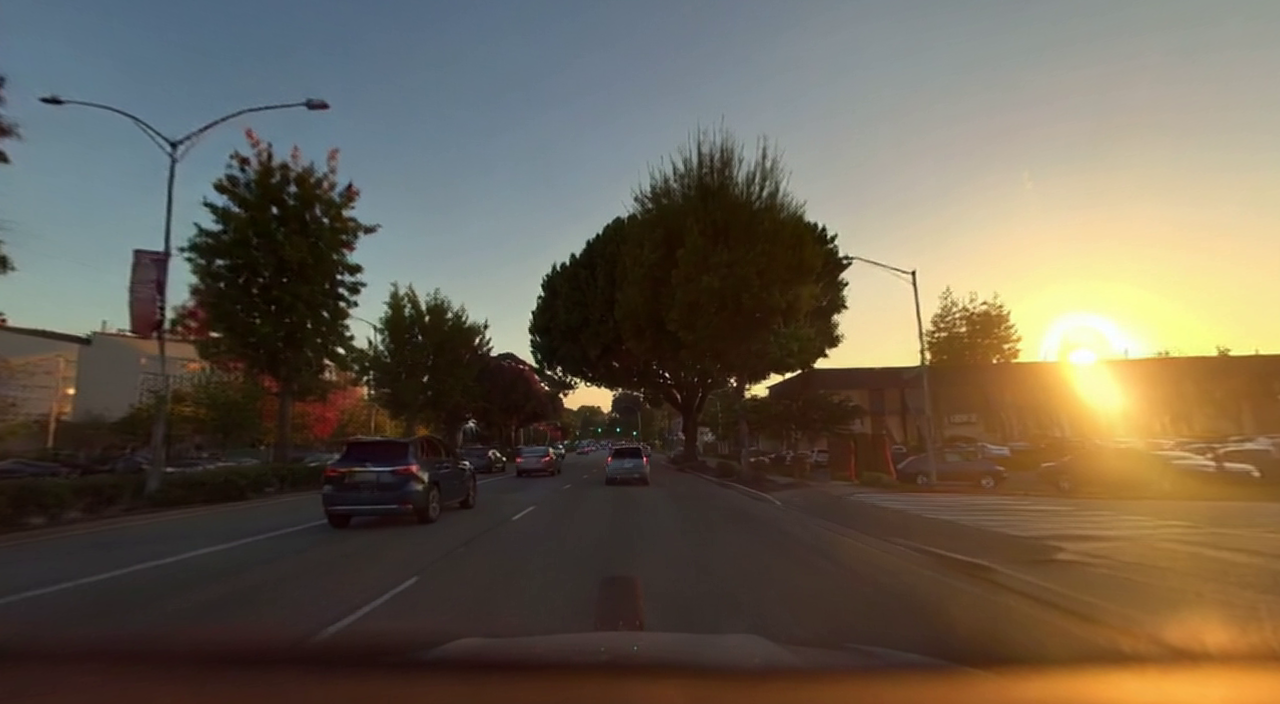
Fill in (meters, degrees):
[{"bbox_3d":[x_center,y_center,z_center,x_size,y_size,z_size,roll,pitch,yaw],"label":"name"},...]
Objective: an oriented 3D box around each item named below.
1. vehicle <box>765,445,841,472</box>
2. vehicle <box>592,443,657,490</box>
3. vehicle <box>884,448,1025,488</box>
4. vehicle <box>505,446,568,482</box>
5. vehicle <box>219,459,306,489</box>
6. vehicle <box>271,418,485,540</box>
[{"bbox_3d":[12.291,8.027,47.732,5.102,1.889,2.038,0,-9,-4],"label":"vehicle"},{"bbox_3d":[-0.533,3.954,22.161,2.061,1.469,3.954,0,-9,-1],"label":"vehicle"},{"bbox_3d":[13.373,4.955,27.172,4.877,1.603,2.197,0,-9,4],"label":"vehicle"},{"bbox_3d":[-4.555,4.987,28.584,1.973,1.456,4.850,0,-9,0],"label":"vehicle"},{"bbox_3d":[-20.277,6.548,34.213,1.937,1.434,4.629,0,-9,-1],"label":"vehicle"},{"bbox_3d":[-4.471,2.228,11.728,2.096,1.807,4.413,0,-8,-1],"label":"vehicle"}]
